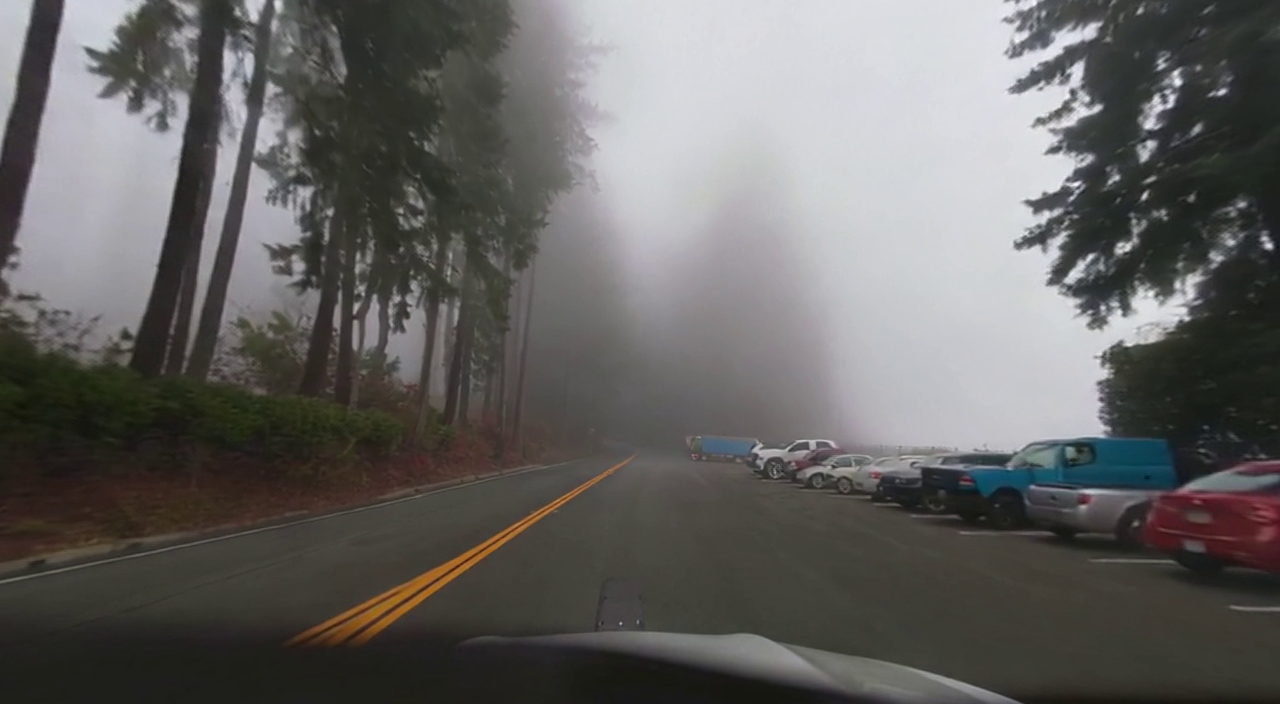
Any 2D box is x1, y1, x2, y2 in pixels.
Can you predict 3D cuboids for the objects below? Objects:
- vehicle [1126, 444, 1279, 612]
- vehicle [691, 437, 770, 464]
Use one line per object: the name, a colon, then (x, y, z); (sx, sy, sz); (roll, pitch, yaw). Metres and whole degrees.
vehicle: (7.814, 1.749, 6.651); (3.793, 1.545, 1.887); (0, -8, -1)
vehicle: (7.024, 7.775, 49.798); (5.797, 2.070, 2.502); (0, -8, 0)
